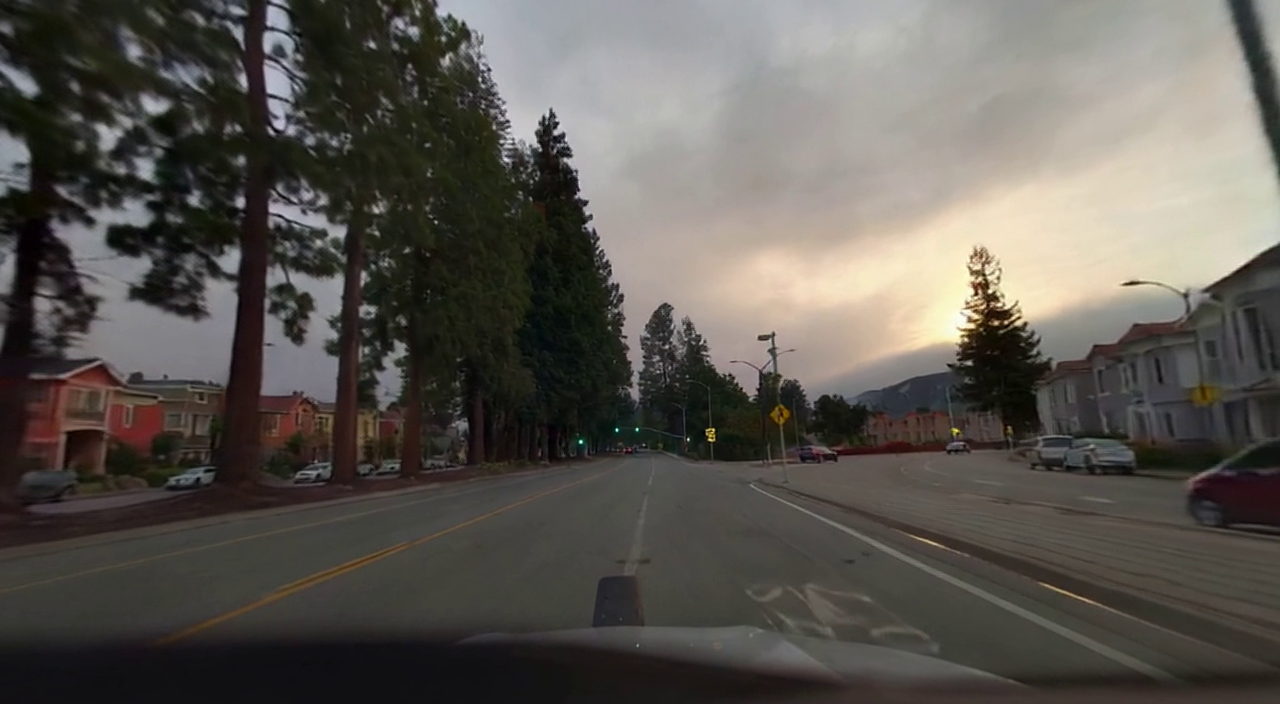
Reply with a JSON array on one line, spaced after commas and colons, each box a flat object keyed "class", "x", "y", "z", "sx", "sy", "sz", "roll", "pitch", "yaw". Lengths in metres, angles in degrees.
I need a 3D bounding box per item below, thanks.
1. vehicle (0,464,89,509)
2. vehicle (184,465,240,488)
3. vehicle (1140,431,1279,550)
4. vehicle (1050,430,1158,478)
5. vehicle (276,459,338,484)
[{"class": "vehicle", "x": -27.480, "y": 6.005, "z": 27.946, "sx": 1.936, "sy": 1.723, "sz": 4.573, "roll": -4, "pitch": -13, "yaw": 2}, {"class": "vehicle", "x": -31.903, "y": 9.256, "z": 47.175, "sx": 1.673, "sy": 1.495, "sz": 3.659, "roll": 0, "pitch": -8, "yaw": -2}, {"class": "vehicle", "x": 9.116, "y": 1.661, "z": 7.941, "sx": 2.004, "sy": 1.476, "sz": 4.588, "roll": -6, "pitch": -14, "yaw": 3}, {"class": "vehicle", "x": 19.123, "y": 4.250, "z": 26.347, "sx": 1.992, "sy": 1.795, "sz": 4.849, "roll": -3, "pitch": -9, "yaw": 16}, {"class": "vehicle", "x": -26.180, "y": 9.369, "z": 49.884, "sx": 2.037, "sy": 1.762, "sz": 4.834, "roll": -1, "pitch": -9, "yaw": 2}]
